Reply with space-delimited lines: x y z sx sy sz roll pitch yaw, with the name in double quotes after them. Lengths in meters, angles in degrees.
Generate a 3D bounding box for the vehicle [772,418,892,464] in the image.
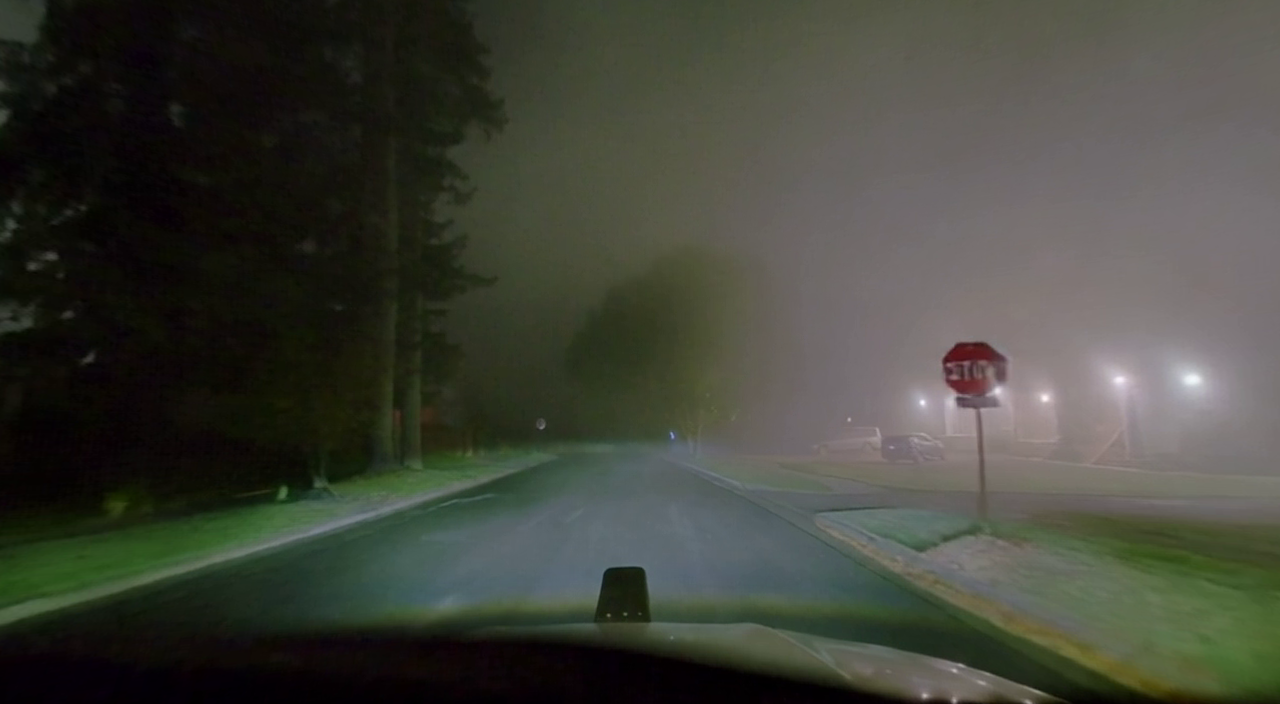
9.638 4.493 31.909 5.239 1.933 2.131 -3 -7 -2 "vehicle"

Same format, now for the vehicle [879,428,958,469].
11.527 3.944 25.920 2.004 1.511 4.494 -6 -10 35 "vehicle"

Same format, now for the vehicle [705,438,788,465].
5.803 5.477 34.733 4.229 1.402 1.811 0 -9 0 "vehicle"
